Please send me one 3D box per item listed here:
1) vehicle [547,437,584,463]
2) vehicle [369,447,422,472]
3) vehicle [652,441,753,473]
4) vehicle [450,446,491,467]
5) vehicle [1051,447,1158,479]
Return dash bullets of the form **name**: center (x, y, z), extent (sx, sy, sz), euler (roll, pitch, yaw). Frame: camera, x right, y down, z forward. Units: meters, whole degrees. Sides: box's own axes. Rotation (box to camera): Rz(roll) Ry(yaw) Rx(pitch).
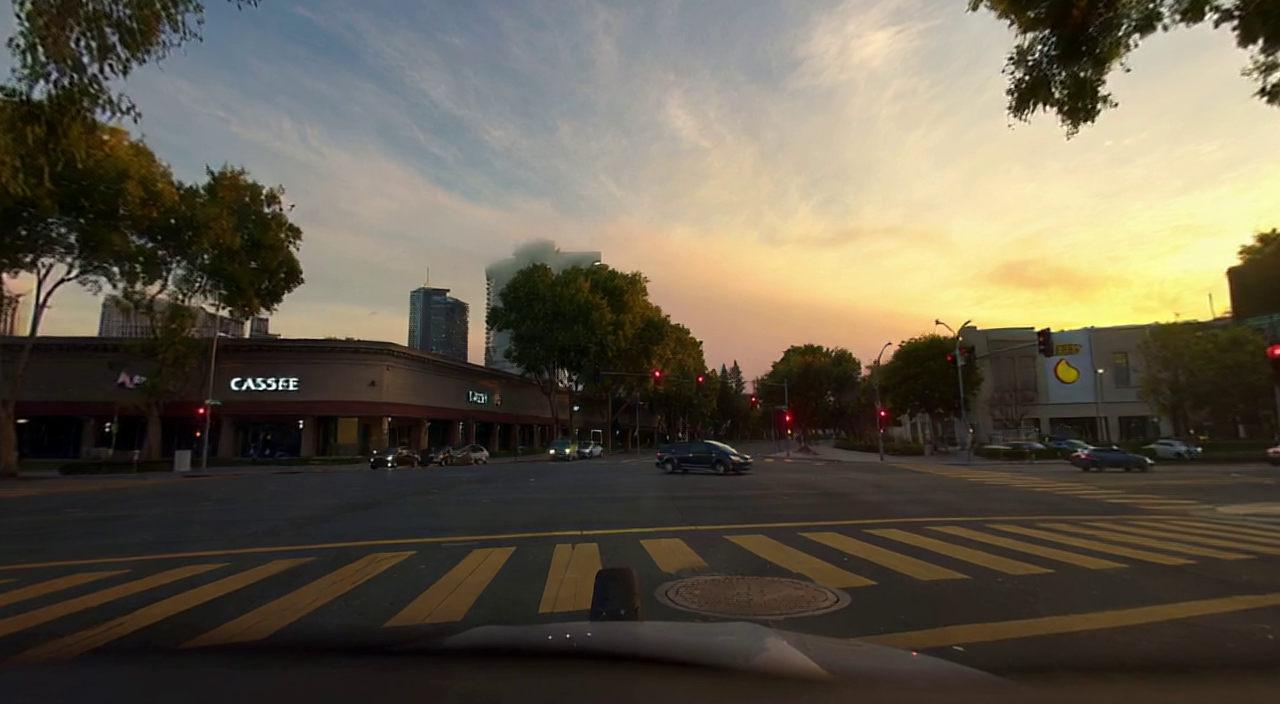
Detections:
- **vehicle**: center (-5.757, 7.663, 49.563), extent (2.289, 1.927, 5.667), euler (0, -8, -1)
- **vehicle**: center (-16.247, 7.134, 42.239), extent (1.883, 1.586, 4.297), euler (0, -9, 0)
- **vehicle**: center (3.045, 5.173, 31.346), extent (4.658, 1.478, 1.946), euler (-6, -11, 36)
- **vehicle**: center (-12.603, 7.760, 47.089), extent (1.946, 1.474, 4.008), euler (0, -9, 0)
- **vehicle**: center (23.092, 5.464, 31.434), extent (4.522, 1.460, 2.097), euler (3, -9, -21)
